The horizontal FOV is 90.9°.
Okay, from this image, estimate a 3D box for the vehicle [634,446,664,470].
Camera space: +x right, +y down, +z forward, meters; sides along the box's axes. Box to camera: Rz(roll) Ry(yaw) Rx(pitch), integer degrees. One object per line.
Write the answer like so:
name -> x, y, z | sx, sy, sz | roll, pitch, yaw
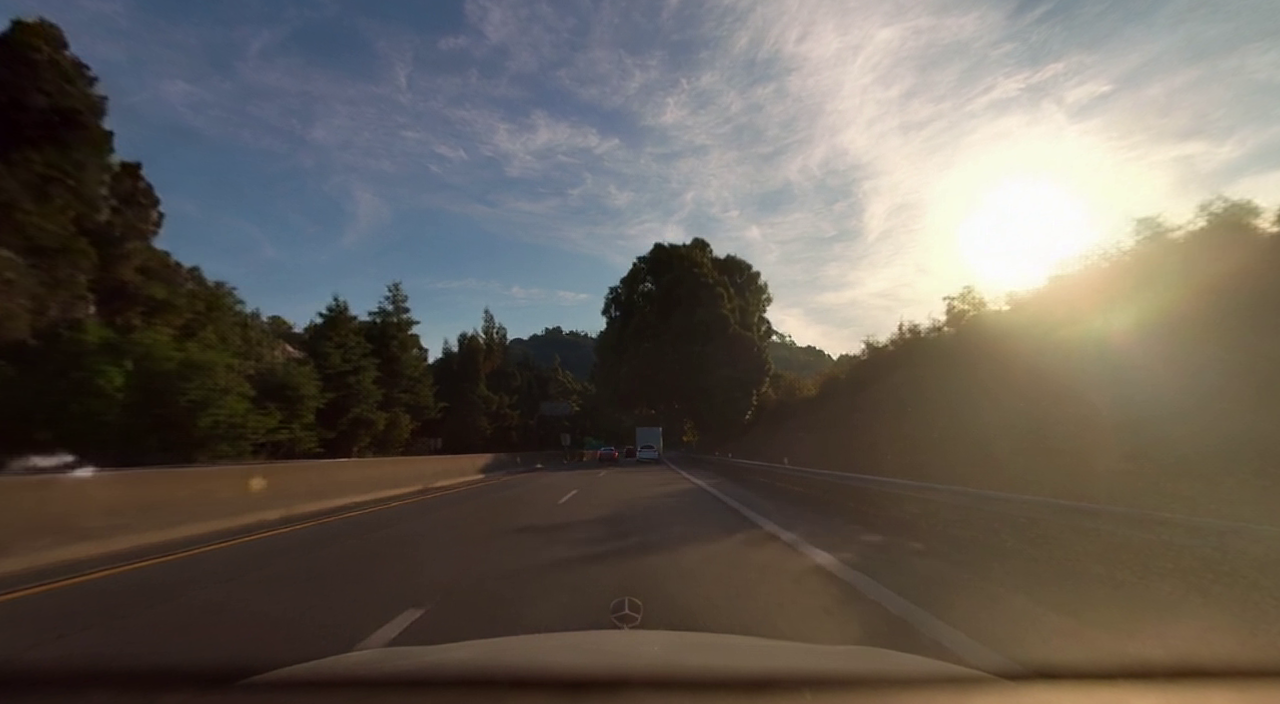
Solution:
vehicle -> 0.592, 7.038, 42.065 | 1.934, 1.488, 3.832 | 0, -9, 1
